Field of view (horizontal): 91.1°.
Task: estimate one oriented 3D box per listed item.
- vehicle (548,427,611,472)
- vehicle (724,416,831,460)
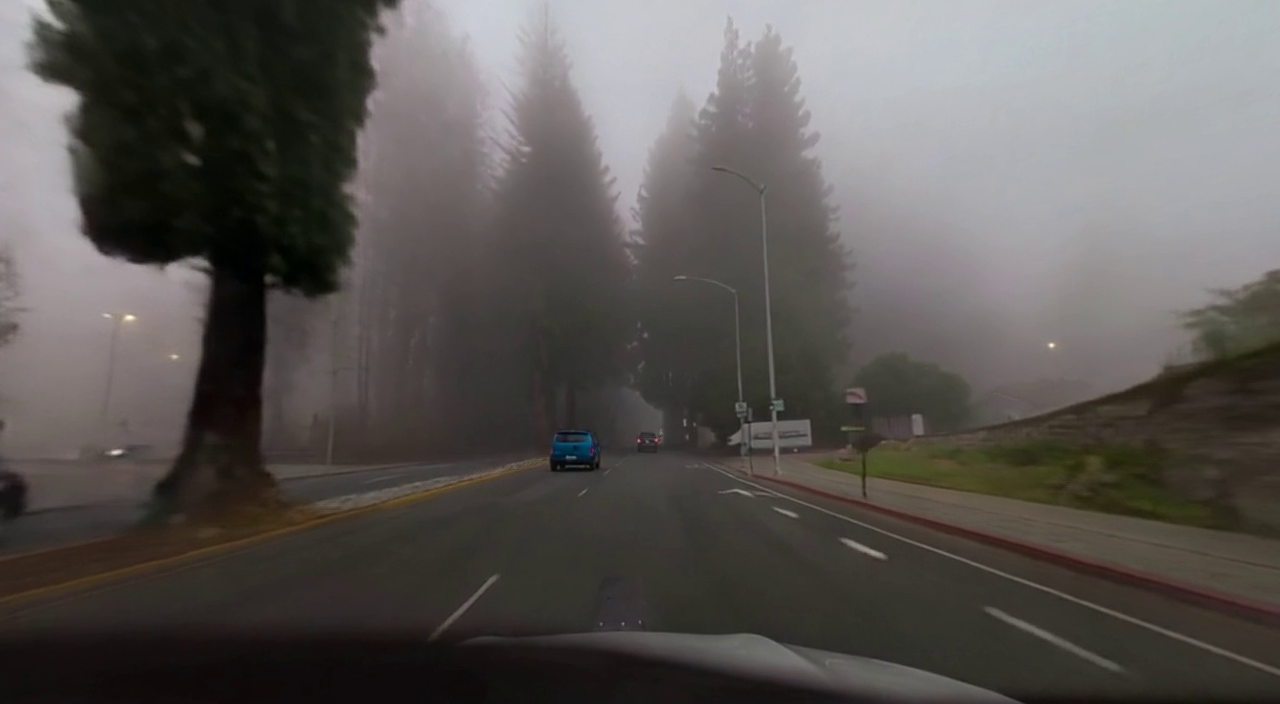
[{"bbox_3d":[-2.674,4.476,28.942,2.281,1.837,4.845,0,-8,1],"label":"vehicle"},{"bbox_3d":[9.787,6.177,45.469,7.177,2.935,3.132,0,-7,6],"label":"vehicle"}]
